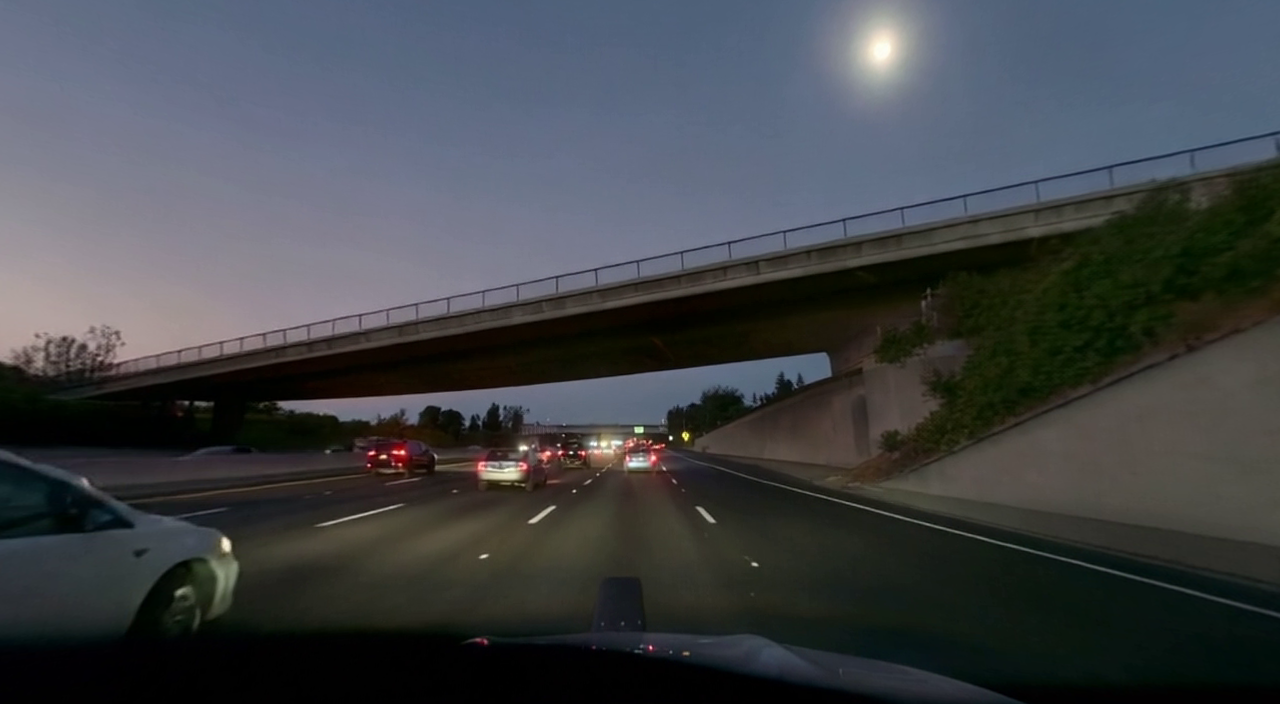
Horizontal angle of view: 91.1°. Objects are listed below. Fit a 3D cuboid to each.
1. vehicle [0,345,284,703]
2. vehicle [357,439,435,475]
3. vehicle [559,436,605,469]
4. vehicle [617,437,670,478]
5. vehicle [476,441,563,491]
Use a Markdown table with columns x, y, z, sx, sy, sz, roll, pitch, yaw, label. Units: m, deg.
| x | y | z | sx | sy | sz | roll | pitch | yaw | label |
| --- | --- | --- | --- | --- | --- | --- | --- | --- | --- |
| -3.804 | 0.833 | 2.491 | 2.161 | 1.759 | 4.482 | 0 | -8 | -1 | vehicle |
| -11.745 | 5.068 | 30.579 | 1.954 | 1.640 | 4.339 | 0 | -8 | 1 | vehicle |
| -3.449 | 6.067 | 38.112 | 2.237 | 1.841 | 4.683 | 0 | -8 | 1 | vehicle |
| 0.149 | 4.673 | 28.191 | 2.160 | 1.678 | 4.178 | 0 | -8 | 0 | vehicle |
| -3.952 | 3.795 | 21.382 | 1.997 | 1.490 | 4.471 | 0 | -8 | 1 | vehicle |
